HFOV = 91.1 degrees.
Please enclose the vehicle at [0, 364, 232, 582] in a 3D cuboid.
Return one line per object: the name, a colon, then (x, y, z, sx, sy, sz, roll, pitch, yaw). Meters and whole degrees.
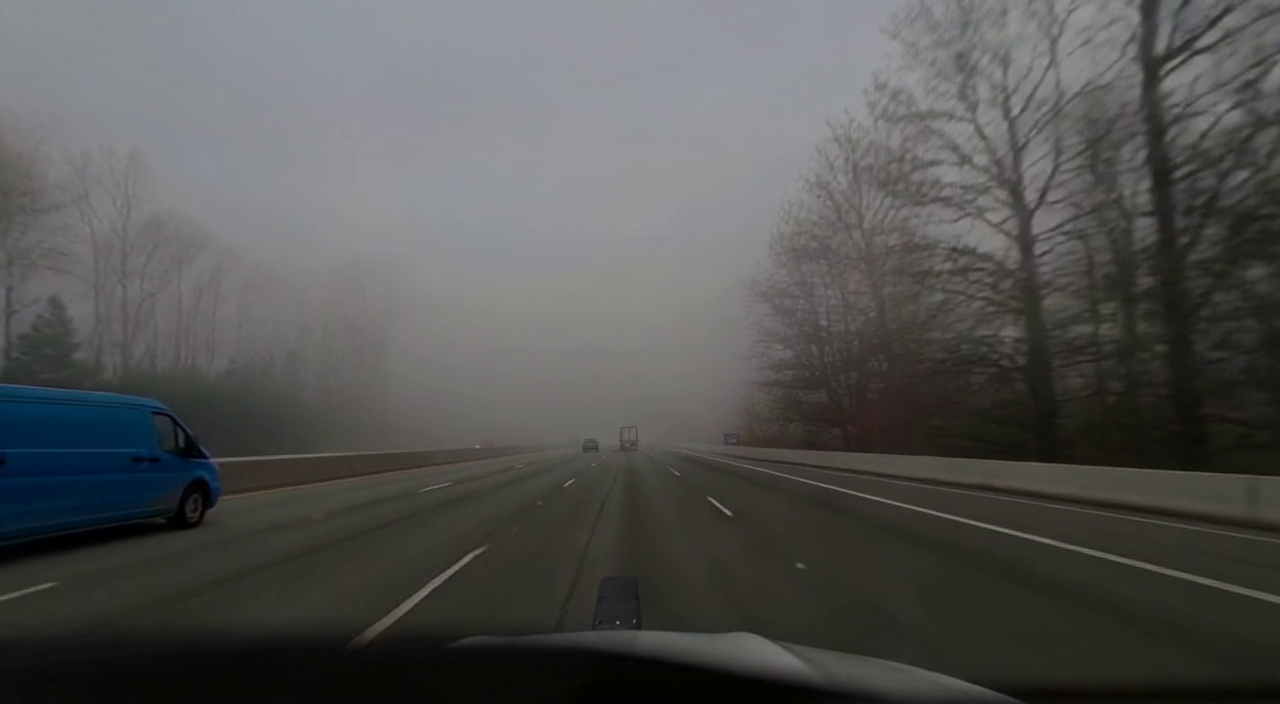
vehicle: (-7.020, 1.212, 6.472, 2.150, 1.996, 5.341, 0, -8, -2)
